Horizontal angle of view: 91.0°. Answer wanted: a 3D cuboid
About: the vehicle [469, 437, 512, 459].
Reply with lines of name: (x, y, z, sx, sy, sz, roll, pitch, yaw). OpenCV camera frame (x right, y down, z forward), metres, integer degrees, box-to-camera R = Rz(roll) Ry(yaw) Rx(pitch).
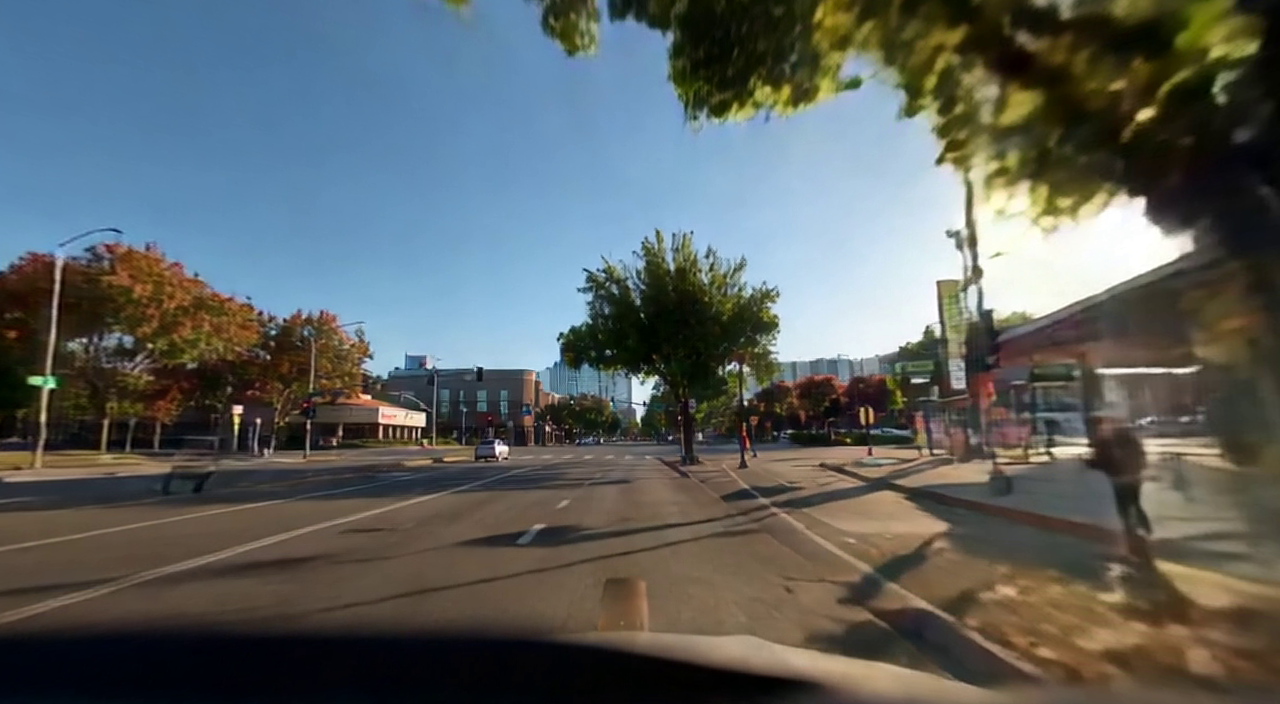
vehicle: (-10.783, 7.007, 45.848, 1.924, 1.502, 4.727, 0, -9, 1)
